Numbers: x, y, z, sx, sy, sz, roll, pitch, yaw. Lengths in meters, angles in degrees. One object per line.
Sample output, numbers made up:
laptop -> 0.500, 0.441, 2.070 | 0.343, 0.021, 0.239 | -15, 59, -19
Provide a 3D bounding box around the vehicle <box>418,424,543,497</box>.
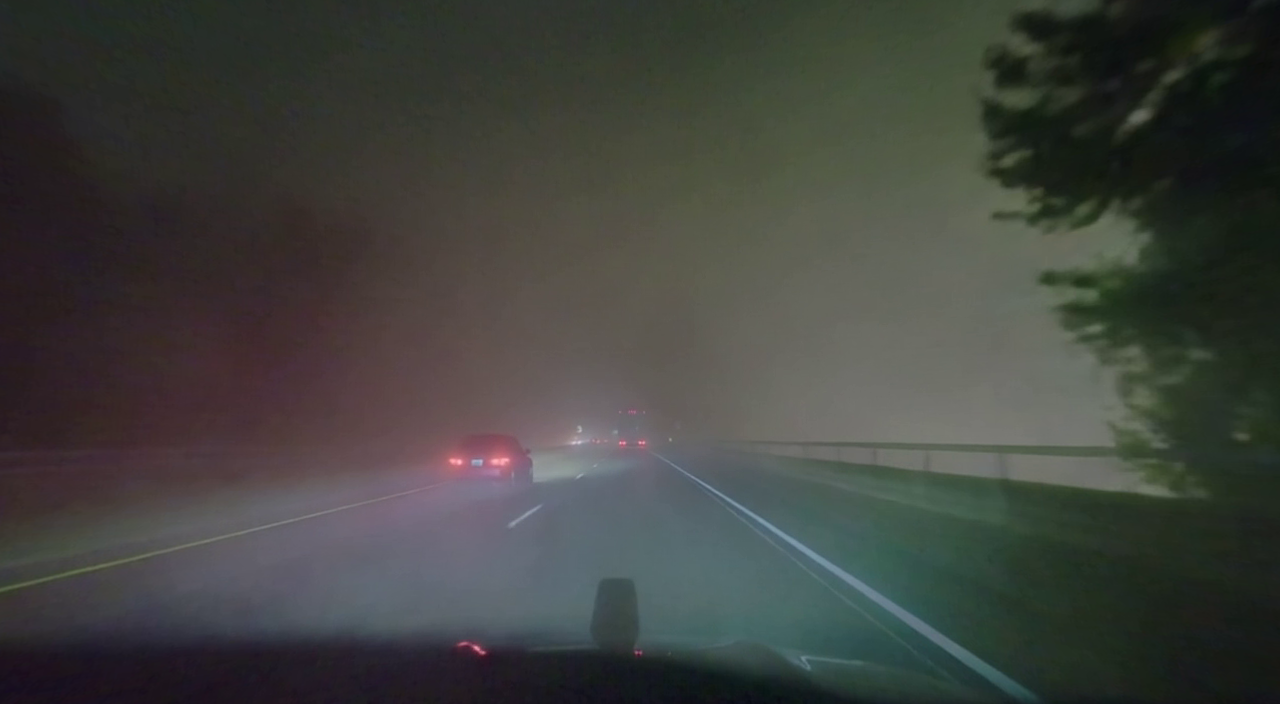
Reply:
vehicle -> -4.027, 2.819, 16.861 | 2.123, 1.655, 4.688 | 0, -8, 0
